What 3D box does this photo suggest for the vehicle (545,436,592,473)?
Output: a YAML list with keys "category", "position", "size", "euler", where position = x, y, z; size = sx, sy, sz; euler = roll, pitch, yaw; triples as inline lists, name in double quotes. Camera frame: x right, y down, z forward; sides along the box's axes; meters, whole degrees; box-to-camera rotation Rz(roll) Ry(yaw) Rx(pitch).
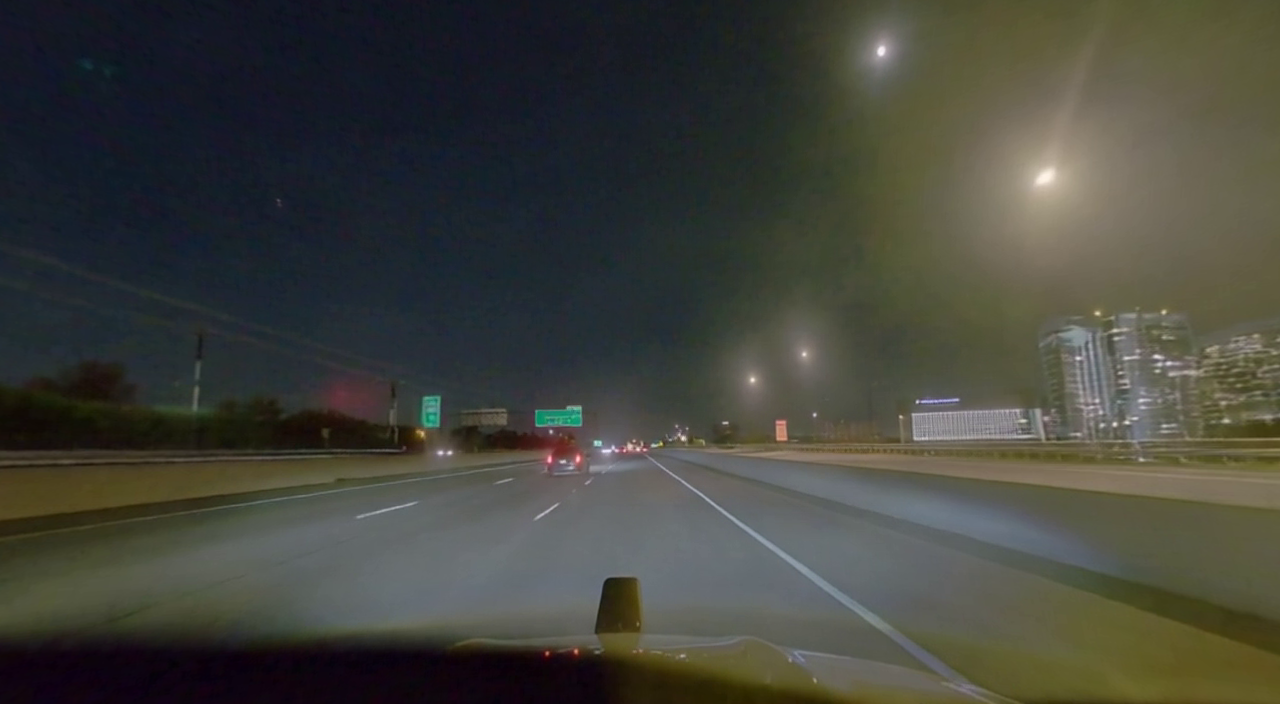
- category: "vehicle"
  position: [-3.698, 5.406, 33.436]
  size: [2.047, 1.786, 4.217]
  euler: [0, -9, 0]
